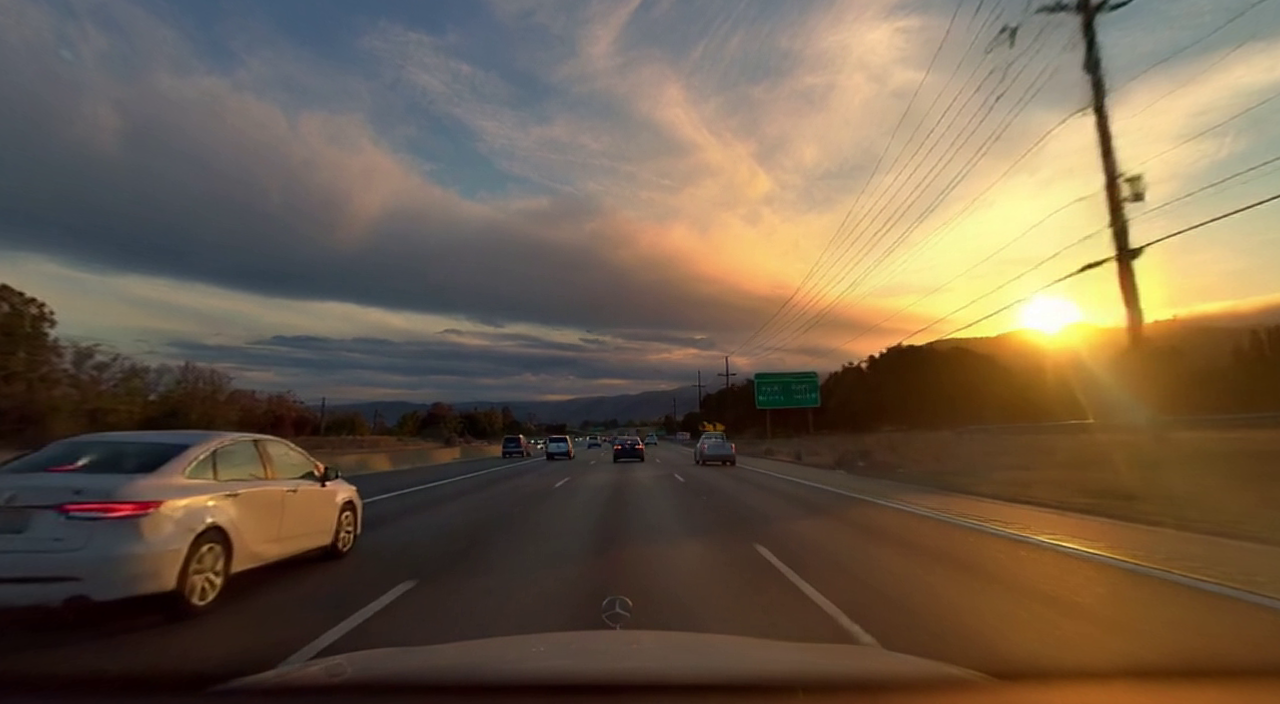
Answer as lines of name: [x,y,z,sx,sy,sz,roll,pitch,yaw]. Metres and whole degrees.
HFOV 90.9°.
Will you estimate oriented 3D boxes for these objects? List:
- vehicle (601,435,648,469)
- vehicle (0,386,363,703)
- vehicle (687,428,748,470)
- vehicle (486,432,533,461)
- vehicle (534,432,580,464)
vehicle: [-0.728,4.636,29.585,2.086,1.488,3.440,0,-8,-2]
vehicle: [-4.217,1.241,5.201,2.004,1.607,4.161,0,-8,-1]
vehicle: [3.353,4.276,28.015,1.950,1.695,4.446,1,-8,-3]
vehicle: [-7.934,5.781,38.713,1.980,1.678,4.255,0,-8,0]
vehicle: [-4.452,5.208,34.417,1.901,1.601,4.610,0,-8,0]
